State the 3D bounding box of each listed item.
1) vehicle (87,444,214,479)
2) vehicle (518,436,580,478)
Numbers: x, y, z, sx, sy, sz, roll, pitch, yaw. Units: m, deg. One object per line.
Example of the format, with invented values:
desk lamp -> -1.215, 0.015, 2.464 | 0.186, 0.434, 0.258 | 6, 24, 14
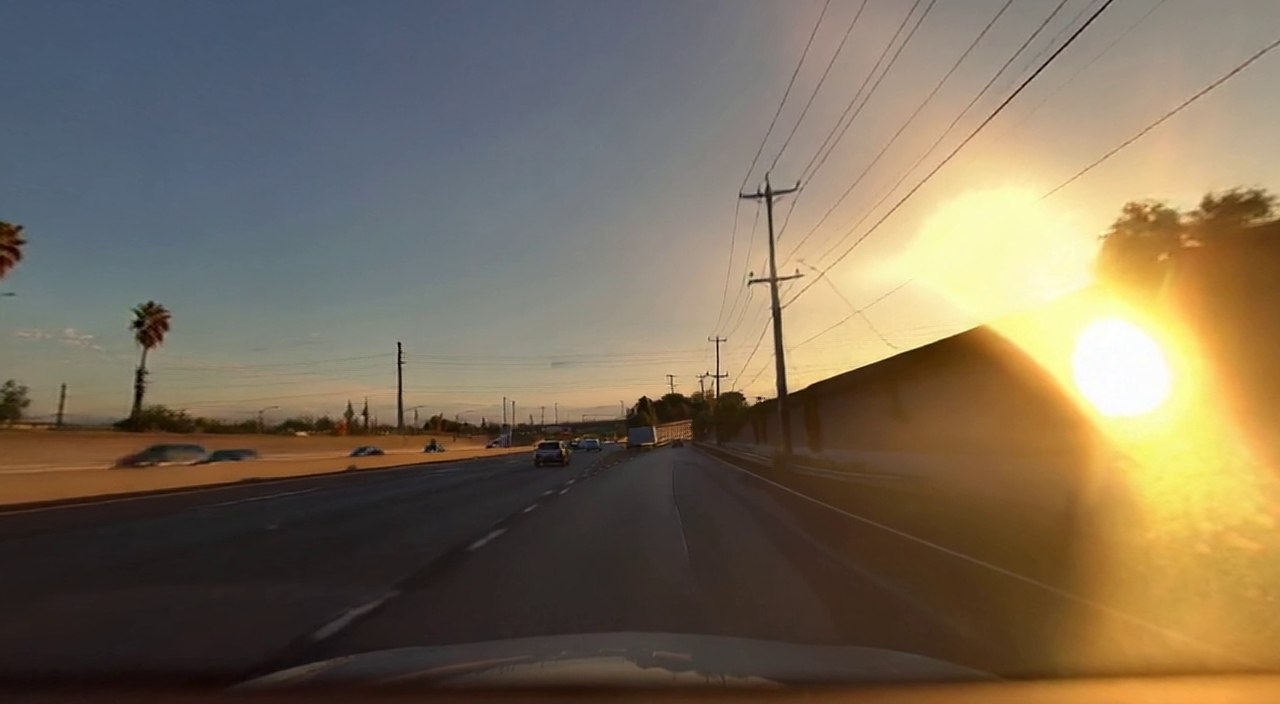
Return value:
vehicle -> -24.972, 5.560, 32.536 | 2.088, 1.637, 5.652 | 0, -8, -1
vehicle -> -3.746, 4.387, 26.655 | 2.029, 1.609, 3.935 | 0, -8, 0
